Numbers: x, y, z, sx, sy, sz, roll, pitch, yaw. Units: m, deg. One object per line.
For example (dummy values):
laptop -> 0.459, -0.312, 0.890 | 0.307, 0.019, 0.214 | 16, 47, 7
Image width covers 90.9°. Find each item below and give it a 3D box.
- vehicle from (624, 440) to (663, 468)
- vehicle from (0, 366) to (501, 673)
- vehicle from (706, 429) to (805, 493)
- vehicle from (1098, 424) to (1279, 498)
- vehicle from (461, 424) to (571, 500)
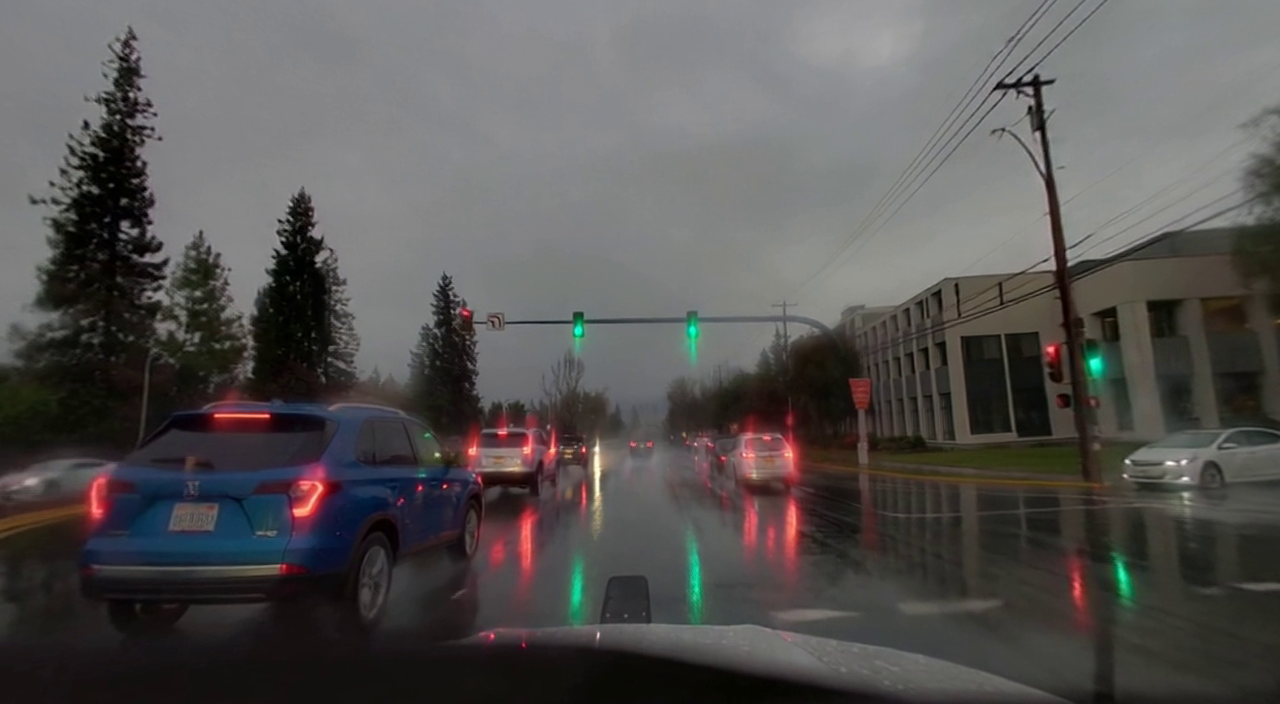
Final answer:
vehicle -> 0.207, 5.914, 36.625 | 2.185, 1.515, 4.215 | 0, -8, 0
vehicle -> -2.916, 1.274, 5.848 | 2.127, 1.754, 4.287 | 0, -8, 2
vehicle -> 3.443, 3.365, 19.809 | 2.201, 1.734, 4.564 | 0, -8, -1
vehicle -> 13.650, 2.533, 14.789 | 4.119, 1.574, 2.028 | -2, -9, 14
vehicle -> -3.121, 2.874, 16.850 | 1.958, 1.744, 4.315 | 0, -8, 1
